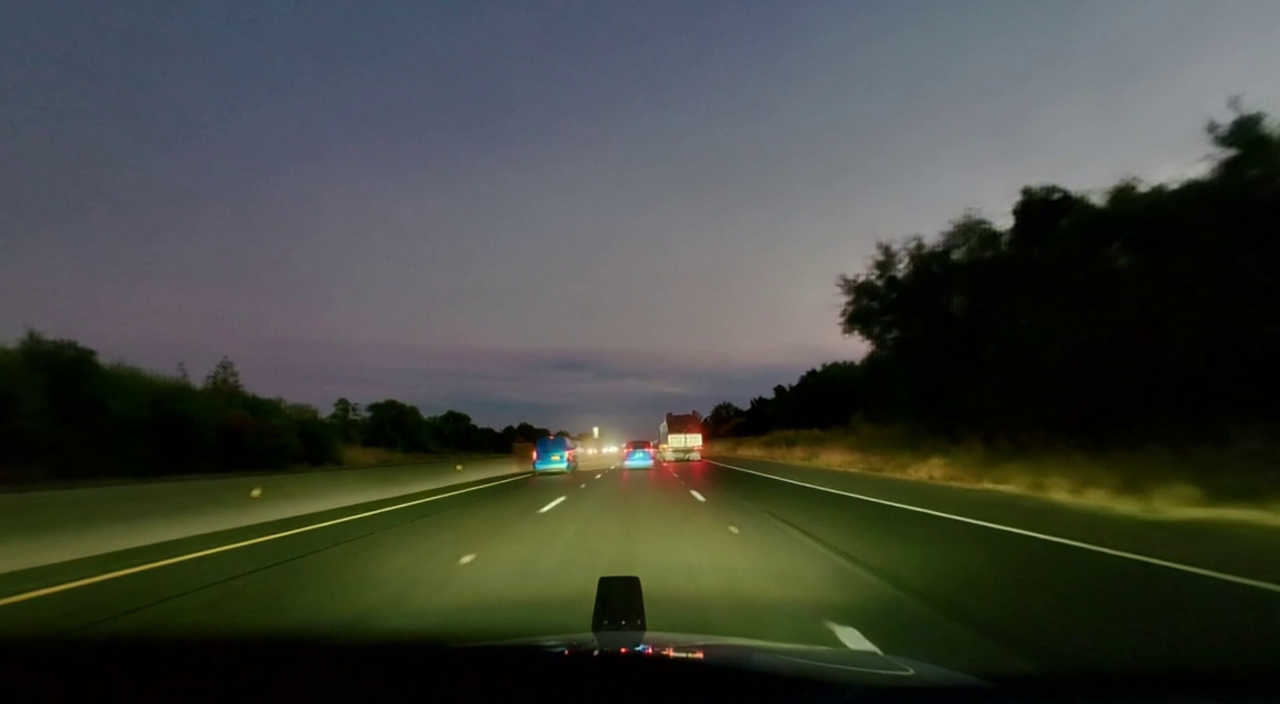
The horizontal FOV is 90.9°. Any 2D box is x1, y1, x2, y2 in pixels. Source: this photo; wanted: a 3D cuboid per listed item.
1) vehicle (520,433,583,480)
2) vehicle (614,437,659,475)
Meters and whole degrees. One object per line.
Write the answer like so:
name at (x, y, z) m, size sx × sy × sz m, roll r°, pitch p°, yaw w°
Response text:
vehicle at (-4.017, 4.843, 29.439) m, size 2.167 × 1.991 × 5.062 m, roll 0°, pitch -9°, yaw 0°
vehicle at (-0.162, 5.481, 33.307) m, size 2.209 × 1.825 × 4.036 m, roll 0°, pitch -9°, yaw 0°
